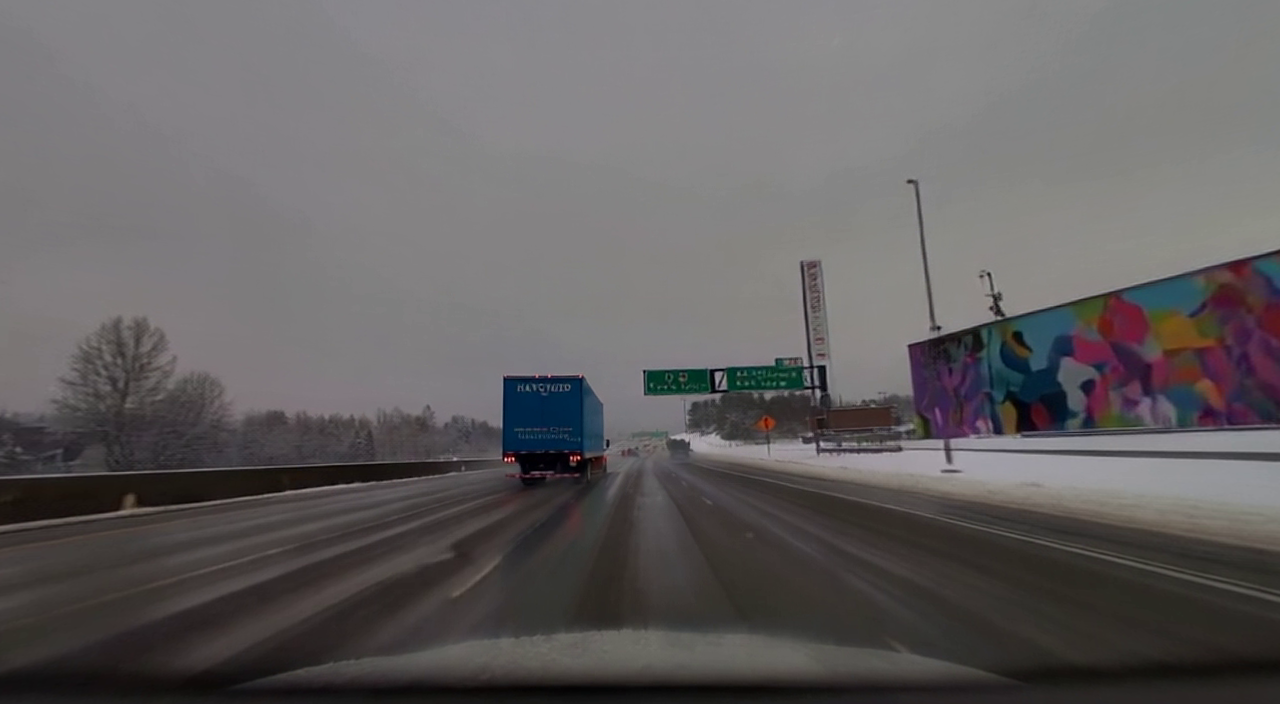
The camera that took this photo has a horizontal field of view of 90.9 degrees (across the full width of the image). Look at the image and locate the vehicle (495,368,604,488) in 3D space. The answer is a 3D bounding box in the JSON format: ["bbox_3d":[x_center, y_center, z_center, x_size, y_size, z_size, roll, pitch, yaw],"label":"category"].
[{"bbox_3d":[-3.304,3.144,25.826,2.977,4.048,8.890,0,-7,1],"label":"vehicle"}]
